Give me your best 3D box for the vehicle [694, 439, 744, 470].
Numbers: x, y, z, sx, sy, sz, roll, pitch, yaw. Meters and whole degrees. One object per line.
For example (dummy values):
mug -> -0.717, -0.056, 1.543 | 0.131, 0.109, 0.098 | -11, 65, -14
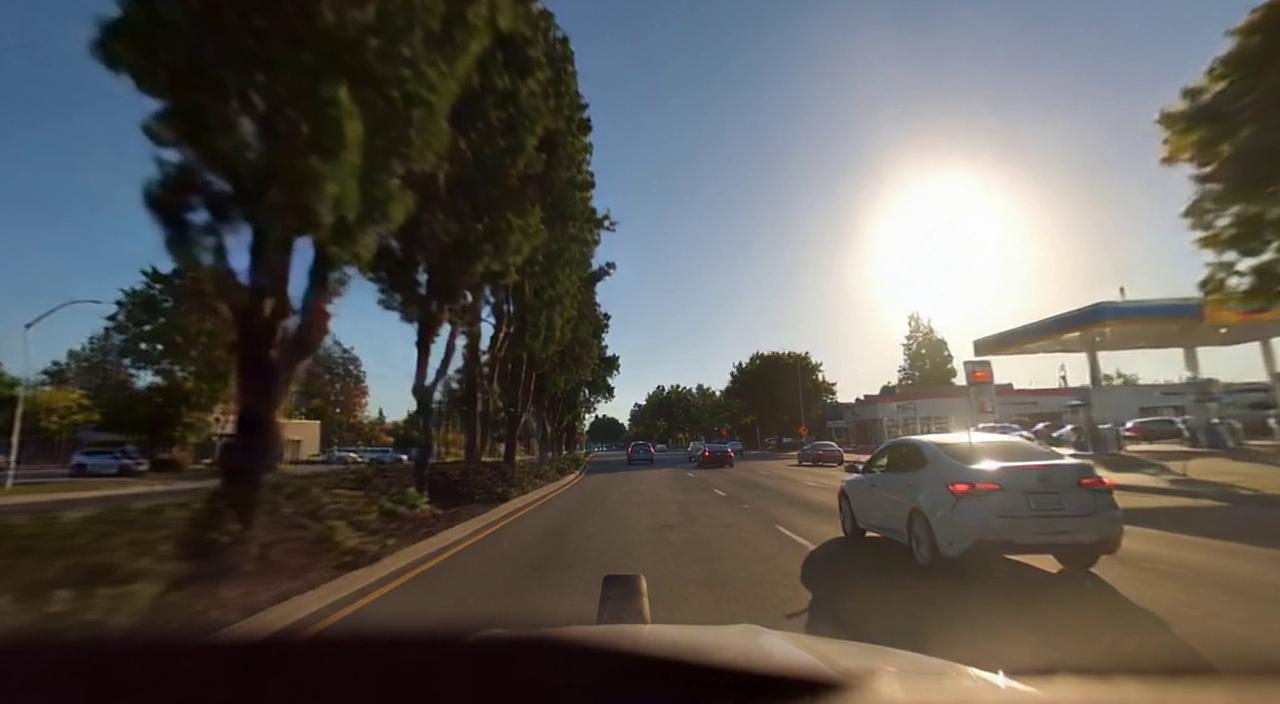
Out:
vehicle -> 4.073, 5.384, 33.103 | 1.980, 1.515, 4.362 | 0, -9, -1

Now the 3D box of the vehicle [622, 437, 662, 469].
vehicle -> 0.069, 5.760, 36.025 | 2.172, 1.694, 4.055 | 0, -9, -1

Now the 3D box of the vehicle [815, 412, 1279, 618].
vehicle -> 3.726, 1.567, 7.086 | 2.119, 1.509, 4.756 | 0, -9, 0

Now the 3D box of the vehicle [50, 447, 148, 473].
vehicle -> -34.155, 6.809, 39.713 | 4.595, 1.533, 1.853 | -1, -9, 4
